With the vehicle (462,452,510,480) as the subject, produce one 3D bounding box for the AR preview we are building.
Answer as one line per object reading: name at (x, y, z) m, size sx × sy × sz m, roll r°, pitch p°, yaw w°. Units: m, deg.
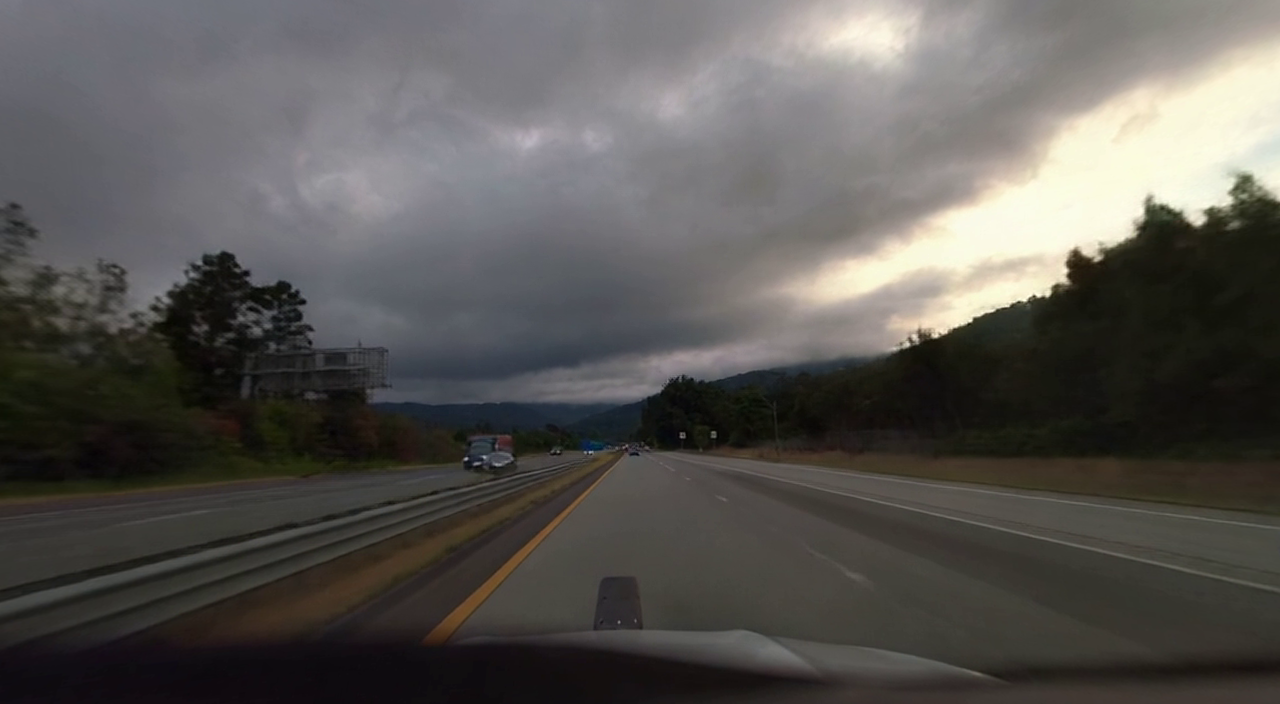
vehicle at (-8.894, 6.603, 36.628) m, size 1.842 × 1.452 × 3.655 m, roll 0°, pitch -9°, yaw 0°
